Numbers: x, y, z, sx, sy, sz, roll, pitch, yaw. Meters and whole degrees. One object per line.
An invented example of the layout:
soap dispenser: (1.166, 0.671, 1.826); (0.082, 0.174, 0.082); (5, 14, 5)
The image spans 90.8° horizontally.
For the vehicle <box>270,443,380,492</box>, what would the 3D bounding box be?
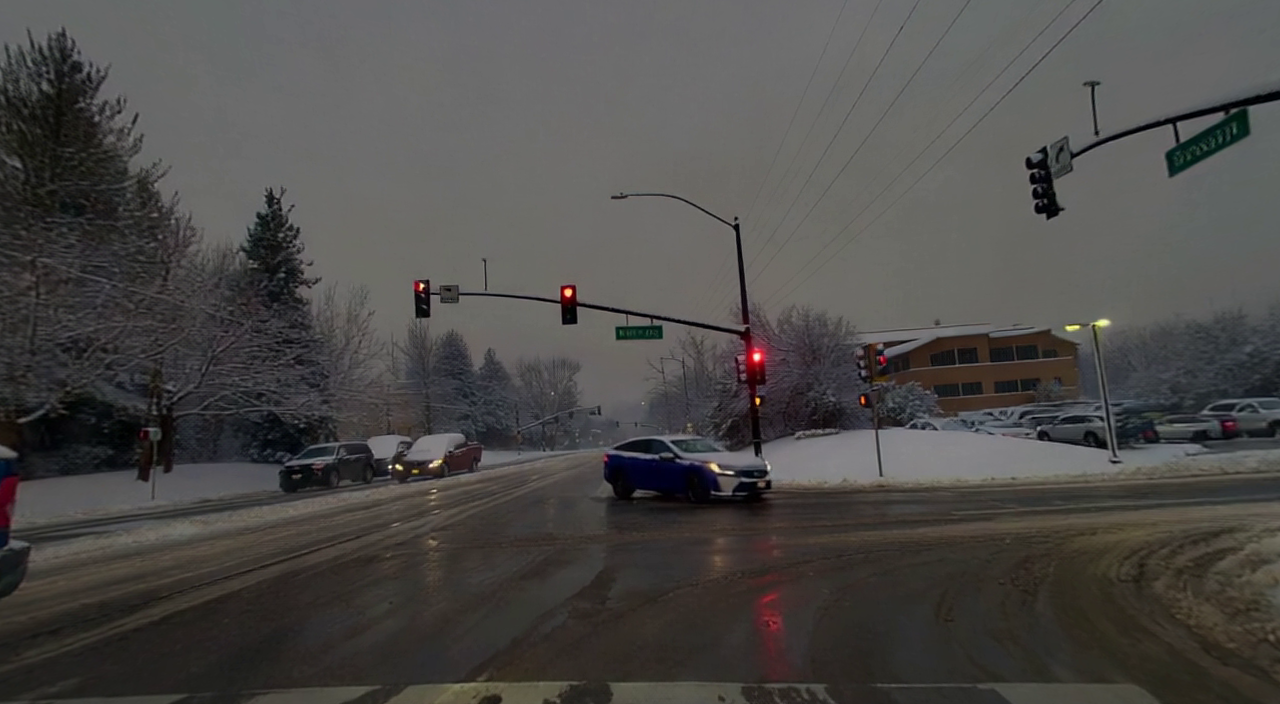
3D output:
vehicle: (-13.776, 5.066, 28.067); (2.306, 1.957, 4.968); (0, -9, -1)

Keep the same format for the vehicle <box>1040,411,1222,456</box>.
vehicle: (16.946, 2.905, 22.116); (4.560, 1.453, 1.851); (-3, -9, 18)

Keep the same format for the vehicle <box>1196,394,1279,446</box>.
vehicle: (24.603, 2.784, 24.998); (2.098, 1.857, 4.861); (-3, -9, 20)

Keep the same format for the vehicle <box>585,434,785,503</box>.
vehicle: (1.035, 2.849, 15.844); (4.592, 1.470, 2.071); (-7, -11, 37)

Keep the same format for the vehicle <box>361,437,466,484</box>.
vehicle: (-10.145, 4.919, 28.979); (2.664, 1.940, 5.702); (0, -9, 0)
